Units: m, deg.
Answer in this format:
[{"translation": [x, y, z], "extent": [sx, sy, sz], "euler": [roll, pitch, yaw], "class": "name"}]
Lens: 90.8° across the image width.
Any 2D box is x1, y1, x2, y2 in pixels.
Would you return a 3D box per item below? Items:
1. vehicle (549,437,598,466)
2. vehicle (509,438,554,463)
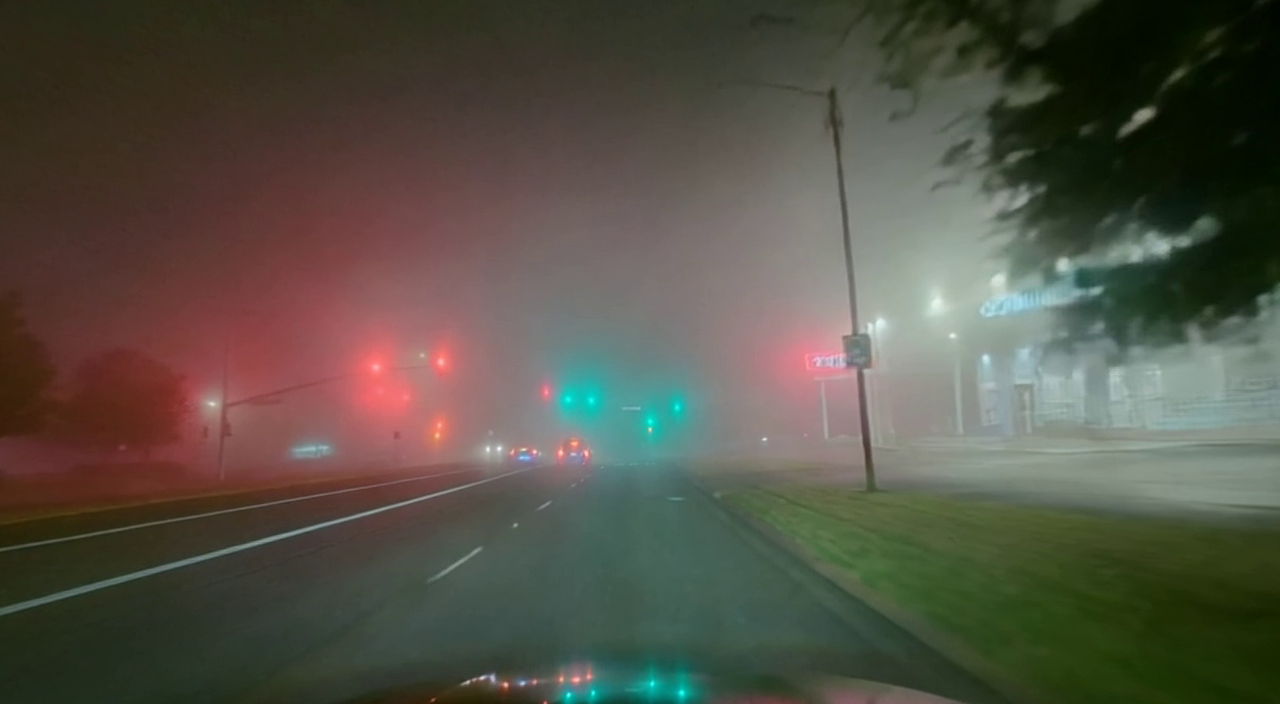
[{"translation": [-3.478, 5.303, 33.811], "extent": [2.054, 1.449, 4.772], "euler": [0, -9, 1], "class": "vehicle"}, {"translation": [-6.749, 6.189, 39.779], "extent": [1.966, 1.439, 4.161], "euler": [0, -8, 2], "class": "vehicle"}]
